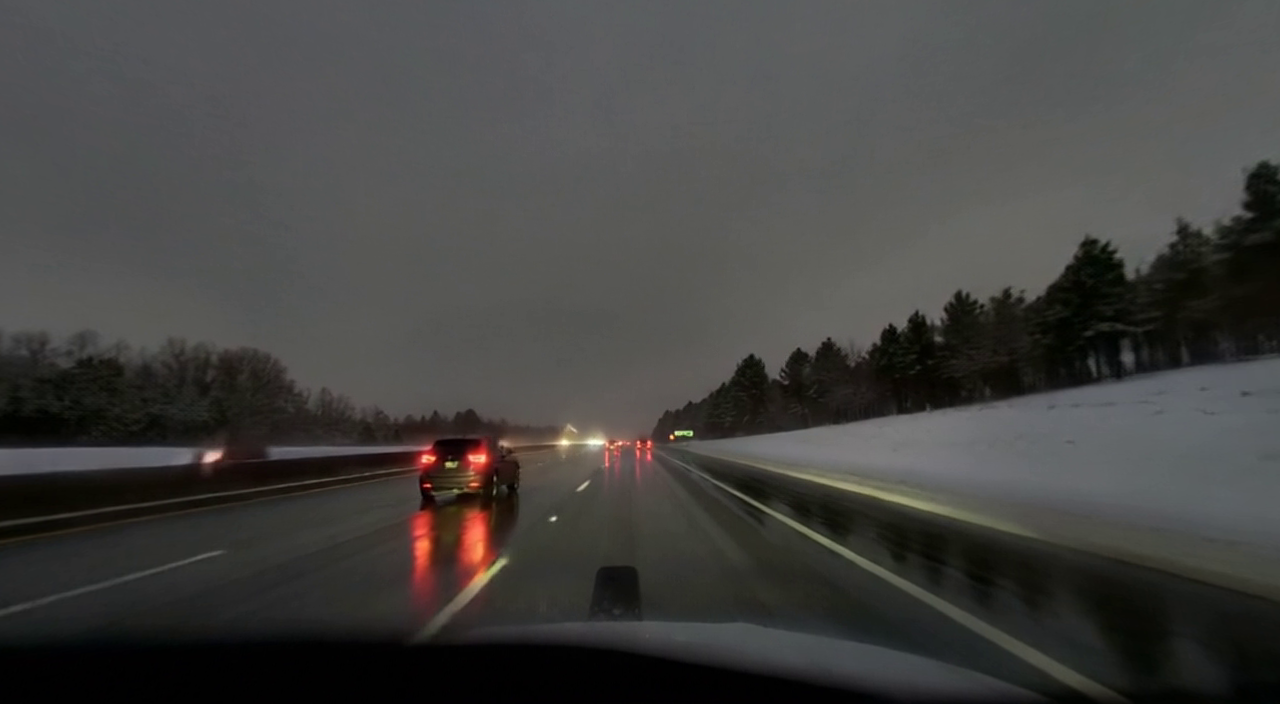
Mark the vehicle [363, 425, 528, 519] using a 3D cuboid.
[{"bbox_3d":[-3.724,2.352,12.993,2.039,1.589,4.324,0,-8,0],"label":"vehicle"}]
